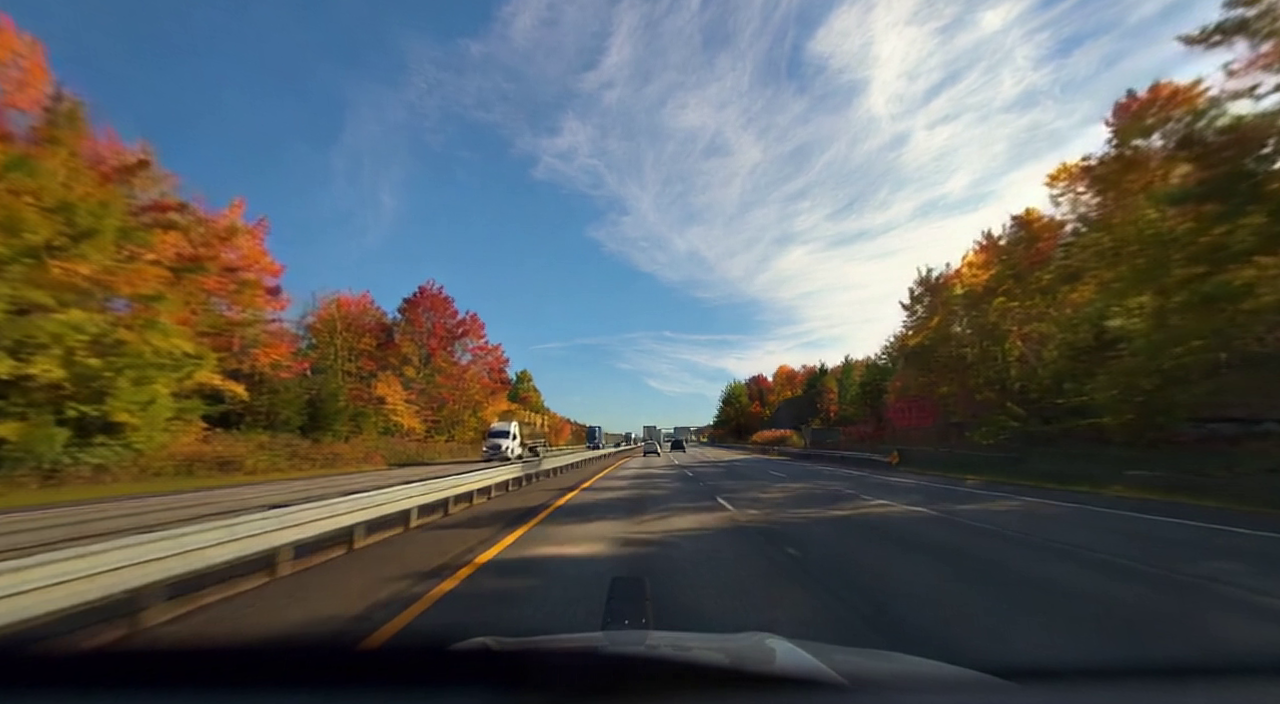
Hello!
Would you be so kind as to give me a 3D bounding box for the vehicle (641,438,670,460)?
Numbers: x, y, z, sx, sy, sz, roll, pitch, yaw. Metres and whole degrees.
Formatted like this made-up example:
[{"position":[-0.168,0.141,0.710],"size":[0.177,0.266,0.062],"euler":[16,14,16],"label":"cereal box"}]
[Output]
[{"position":[1.021,6.790,44.119],"size":[1.924,1.498,3.817],"euler":[0,-8,0],"label":"vehicle"}]
